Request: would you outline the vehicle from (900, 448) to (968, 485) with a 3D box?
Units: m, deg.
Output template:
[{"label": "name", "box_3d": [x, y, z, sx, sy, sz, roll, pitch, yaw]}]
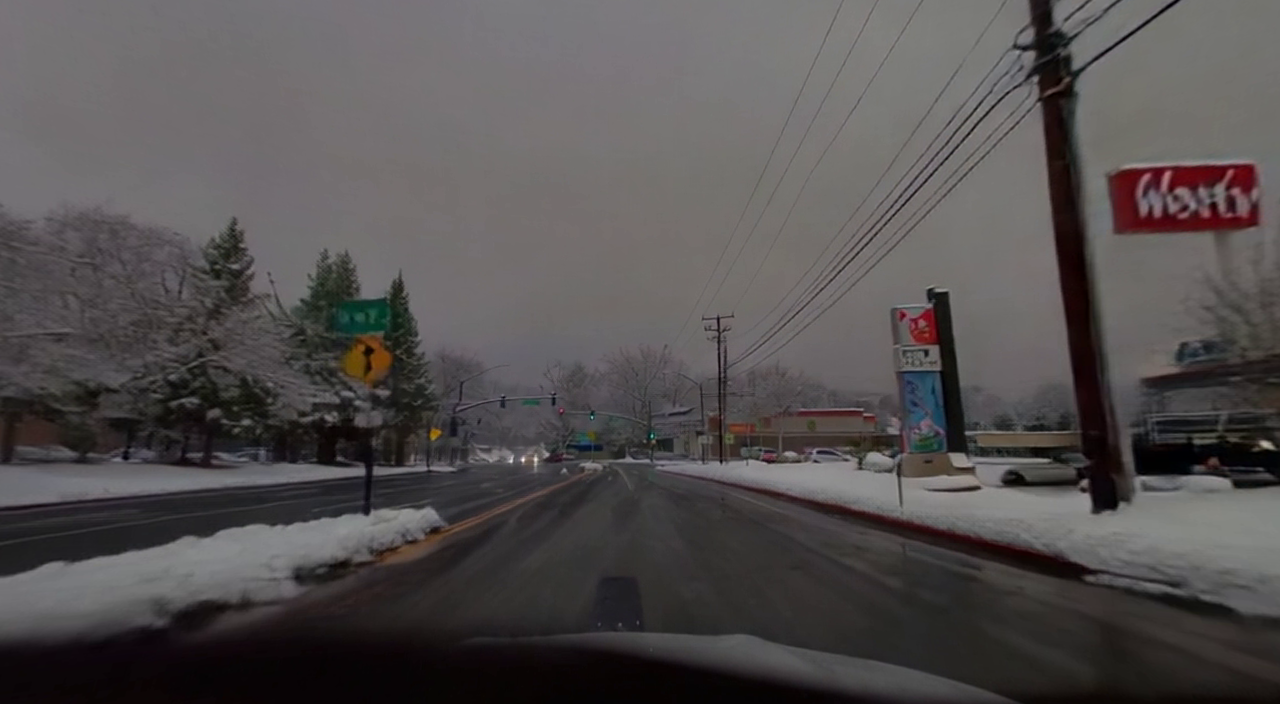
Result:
[{"label": "vehicle", "box_3d": [16.534, 6.359, 35.418, 2.086, 1.845, 4.694, -8, -11, 41]}]

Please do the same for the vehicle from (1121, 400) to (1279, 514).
[{"label": "vehicle", "box_3d": [17.932, 3.074, 18.769, 2.642, 2.930, 5.826, 0, -8, 1]}]

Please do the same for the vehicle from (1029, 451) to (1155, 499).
[{"label": "vehicle", "box_3d": [18.024, 4.862, 25.503, 2.041, 1.674, 4.301, 2, -9, 2]}]

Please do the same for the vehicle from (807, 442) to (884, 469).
[{"label": "vehicle", "box_3d": [15.193, 7.690, 46.859, 4.996, 1.720, 2.027, 1, -12, 2]}]
